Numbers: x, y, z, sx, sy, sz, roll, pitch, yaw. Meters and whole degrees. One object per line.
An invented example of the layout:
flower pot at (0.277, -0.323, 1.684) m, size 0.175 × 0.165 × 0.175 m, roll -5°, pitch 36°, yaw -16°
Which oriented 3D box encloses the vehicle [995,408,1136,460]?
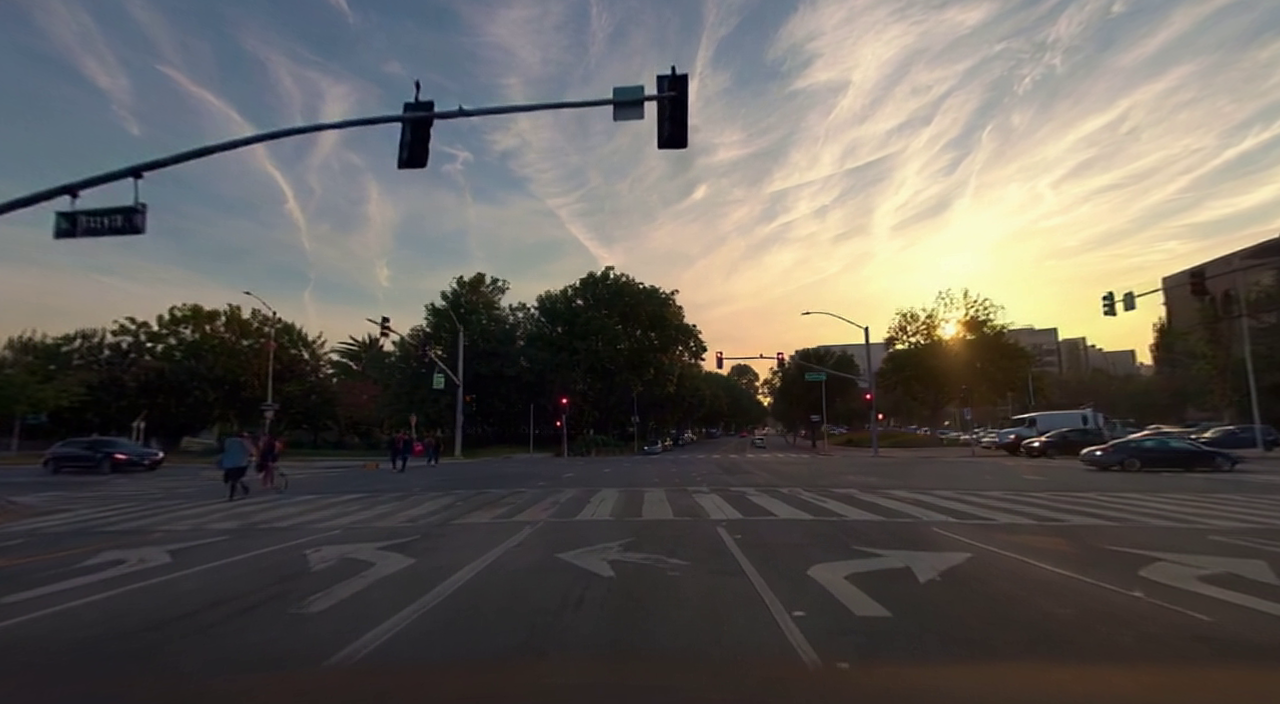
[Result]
vehicle at (23.685, 4.626, 35.417) m, size 5.855 × 2.746 × 2.523 m, roll -1°, pitch -9°, yaw 5°

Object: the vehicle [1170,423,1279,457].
vehicle at (32.210, 4.793, 34.244) m, size 4.896 × 1.729 × 1.952 m, roll -1°, pitch -9°, yaw 5°

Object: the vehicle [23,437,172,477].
vehicle at (-21.168, 4.100, 24.757) m, size 4.265 × 1.493 × 1.871 m, roll -1°, pitch -9°, yaw 5°

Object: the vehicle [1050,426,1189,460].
vehicle at (21.945, 4.207, 29.090) m, size 4.740 × 1.464 × 1.876 m, roll -1°, pitch -9°, yaw 4°
